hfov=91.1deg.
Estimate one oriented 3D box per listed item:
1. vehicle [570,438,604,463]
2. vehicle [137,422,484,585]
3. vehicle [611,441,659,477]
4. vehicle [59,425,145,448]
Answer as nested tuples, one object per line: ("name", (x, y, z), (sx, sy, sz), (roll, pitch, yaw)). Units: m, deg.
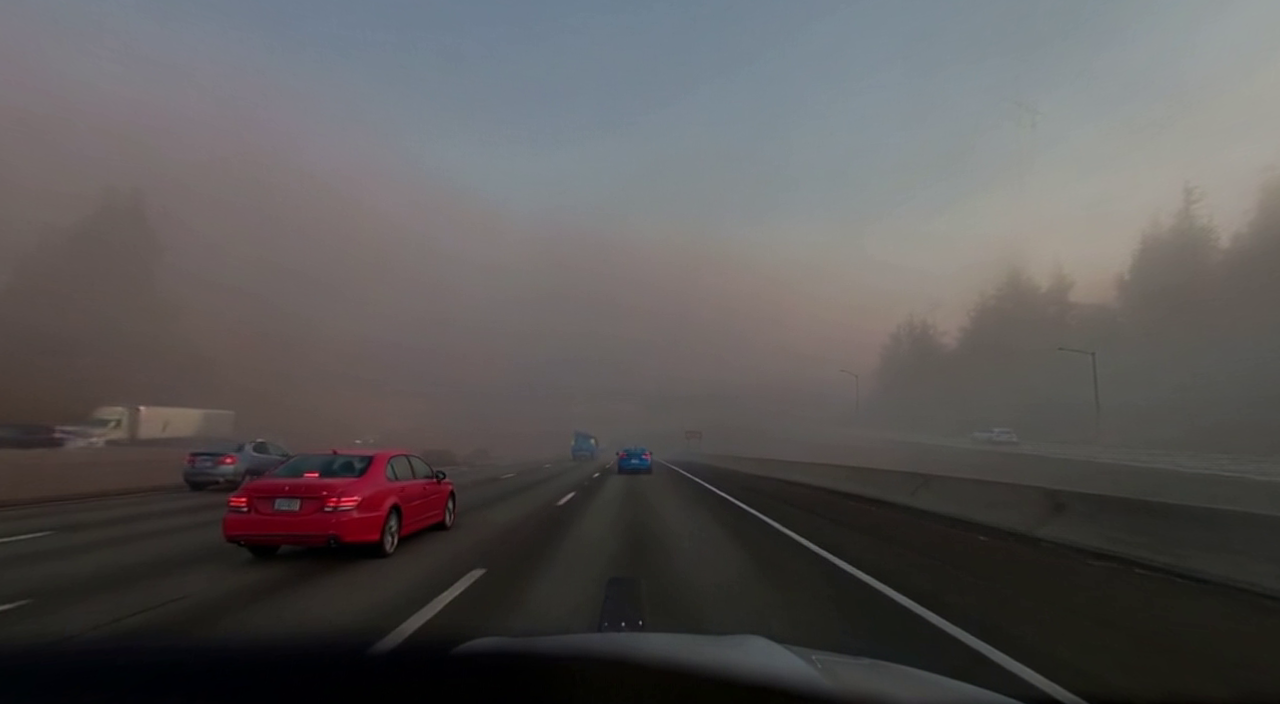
("vehicle", (-3.918, 7.300, 46.656), (2.174, 1.806, 3.932), (0, -8, 0))
("vehicle", (-3.674, 1.763, 8.252), (2.035, 1.514, 4.600), (0, -8, 1))
("vehicle", (-0.233, 4.672, 27.707), (1.954, 1.460, 3.983), (0, -8, -1))
("vehicle", (-38.037, 6.021, 44.594), (1.823, 1.516, 4.960), (0, -8, -2))
